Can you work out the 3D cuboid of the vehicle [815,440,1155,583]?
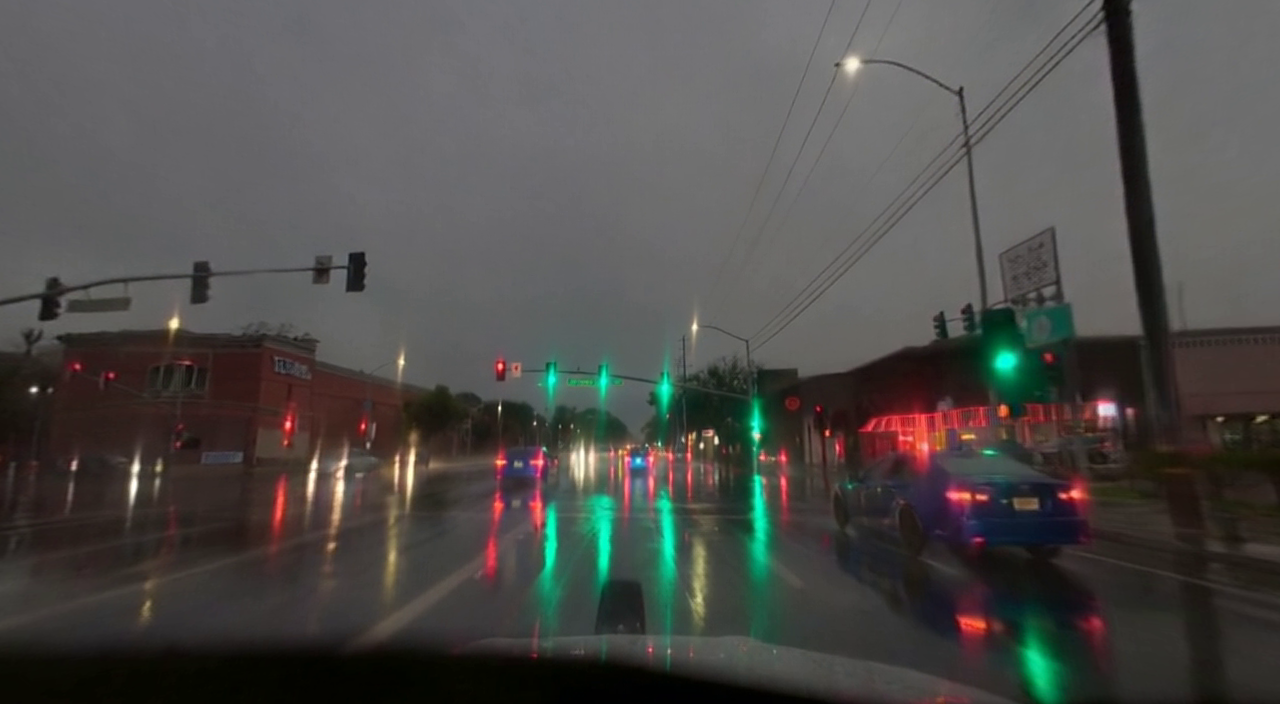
[{"bbox_3d":[4.340,2.051,9.181,2.119,1.479,4.910,0,-8,-1],"label":"vehicle"}]

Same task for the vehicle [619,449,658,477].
[{"bbox_3d":[-0.124,6.204,35.583,2.072,1.473,4.139,0,-8,-1],"label":"vehicle"}]

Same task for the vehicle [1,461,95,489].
[{"bbox_3d":[-37.172,7.705,39.746,3.931,1.653,2.134,-1,-9,7],"label":"vehicle"}]

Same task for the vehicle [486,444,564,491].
[{"bbox_3d":[-4.189,4.281,23.775,2.035,1.564,4.702,0,-8,0],"label":"vehicle"}]

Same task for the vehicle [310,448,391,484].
[{"bbox_3d":[-14.172,5.561,31.192,1.987,1.641,4.185,0,-8,0],"label":"vehicle"}]
